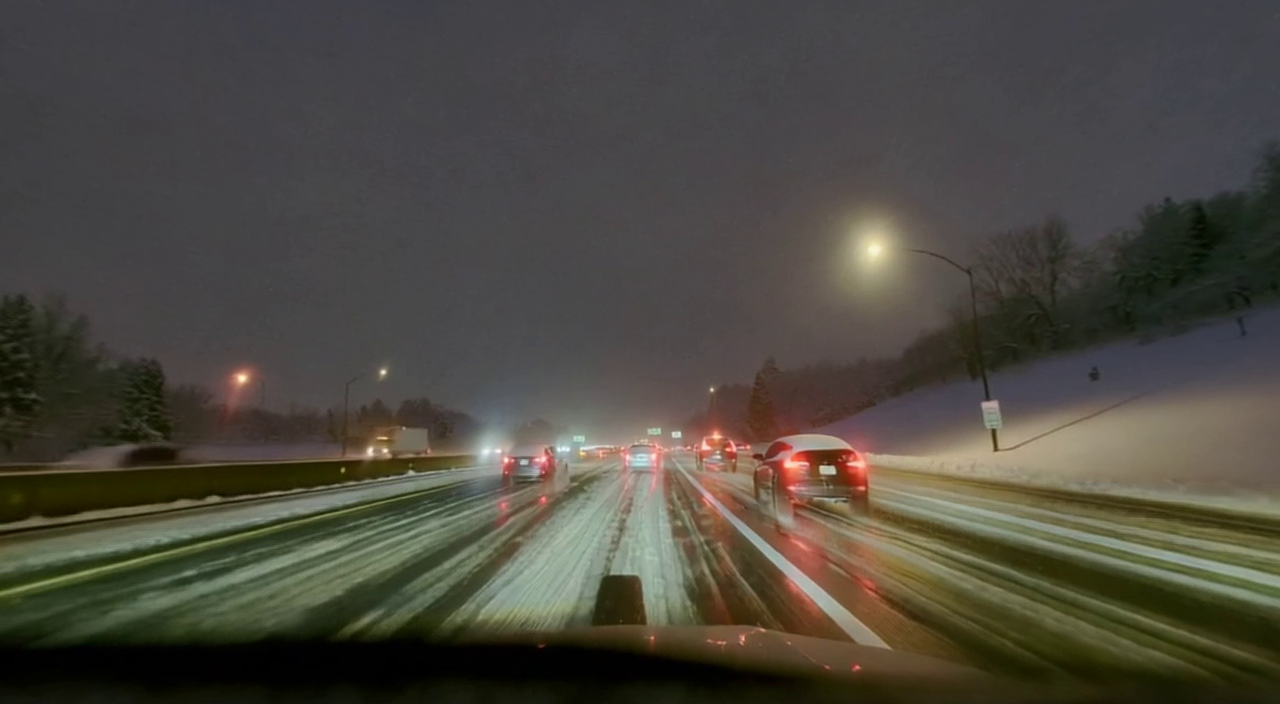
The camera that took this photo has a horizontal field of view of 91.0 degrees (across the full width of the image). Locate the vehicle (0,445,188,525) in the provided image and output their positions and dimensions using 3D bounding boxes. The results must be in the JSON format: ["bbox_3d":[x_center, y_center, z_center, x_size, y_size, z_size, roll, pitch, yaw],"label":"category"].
[{"bbox_3d":[-12.705,2.851,14.104,1.908,1.506,4.253,0,-9,1],"label":"vehicle"}]

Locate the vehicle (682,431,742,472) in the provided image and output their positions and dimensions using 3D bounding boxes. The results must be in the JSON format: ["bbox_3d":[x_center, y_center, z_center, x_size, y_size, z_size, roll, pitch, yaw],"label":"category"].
[{"bbox_3d":[4.035,5.750,36.546,2.802,2.151,6.579,0,-9,1],"label":"vehicle"}]

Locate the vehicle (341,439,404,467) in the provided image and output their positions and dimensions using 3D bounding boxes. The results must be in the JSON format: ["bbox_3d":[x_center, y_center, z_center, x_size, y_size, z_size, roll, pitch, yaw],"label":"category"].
[{"bbox_3d":[-19.394,7.379,45.977,2.176,1.901,5.057,0,-9,3],"label":"vehicle"}]

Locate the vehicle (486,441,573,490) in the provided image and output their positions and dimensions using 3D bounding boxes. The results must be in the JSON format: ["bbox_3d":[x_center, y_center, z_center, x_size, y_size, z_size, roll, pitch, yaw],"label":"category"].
[{"bbox_3d":[-3.640,3.832,21.611,1.996,1.488,4.451,0,-9,2],"label":"vehicle"}]

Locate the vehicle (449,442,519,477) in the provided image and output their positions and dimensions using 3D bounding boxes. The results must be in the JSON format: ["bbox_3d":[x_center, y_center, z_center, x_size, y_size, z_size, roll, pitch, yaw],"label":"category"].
[{"bbox_3d":[-7.251,5.055,29.778,2.065,1.519,4.491,0,-9,1],"label":"vehicle"}]

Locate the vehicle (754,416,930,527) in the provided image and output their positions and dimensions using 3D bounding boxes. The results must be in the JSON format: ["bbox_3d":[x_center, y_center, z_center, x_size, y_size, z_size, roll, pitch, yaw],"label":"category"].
[{"bbox_3d":[3.648,2.256,12.351,2.045,1.768,4.249,0,-9,0],"label":"vehicle"}]

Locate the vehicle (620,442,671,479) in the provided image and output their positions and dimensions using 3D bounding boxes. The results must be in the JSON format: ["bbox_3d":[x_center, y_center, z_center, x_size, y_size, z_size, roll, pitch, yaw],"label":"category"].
[{"bbox_3d":[0.243,4.726,27.611,2.071,1.478,4.130,0,-9,1],"label":"vehicle"}]
